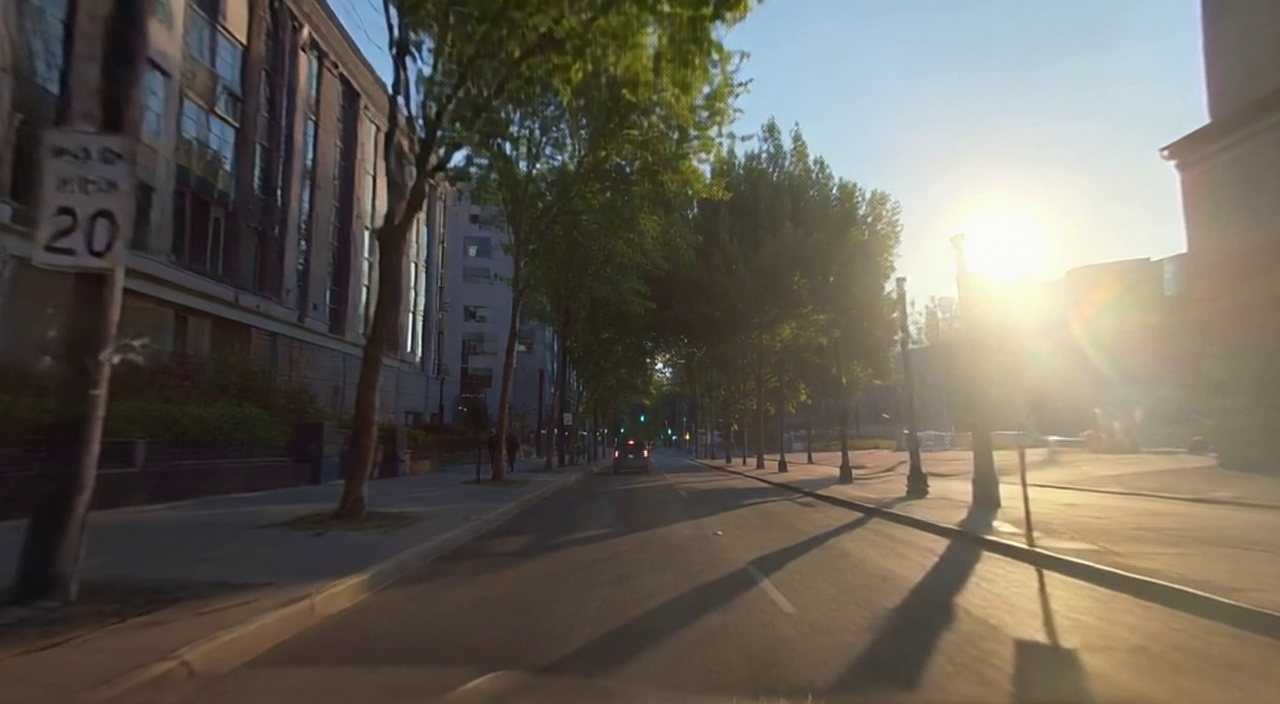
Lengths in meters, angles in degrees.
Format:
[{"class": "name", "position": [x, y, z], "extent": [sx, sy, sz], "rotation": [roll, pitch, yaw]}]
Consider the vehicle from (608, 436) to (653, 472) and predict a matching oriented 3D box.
[{"class": "vehicle", "position": [-0.477, 5.044, 31.329], "extent": [2.079, 1.621, 3.861], "rotation": [0, -9, -1]}]
